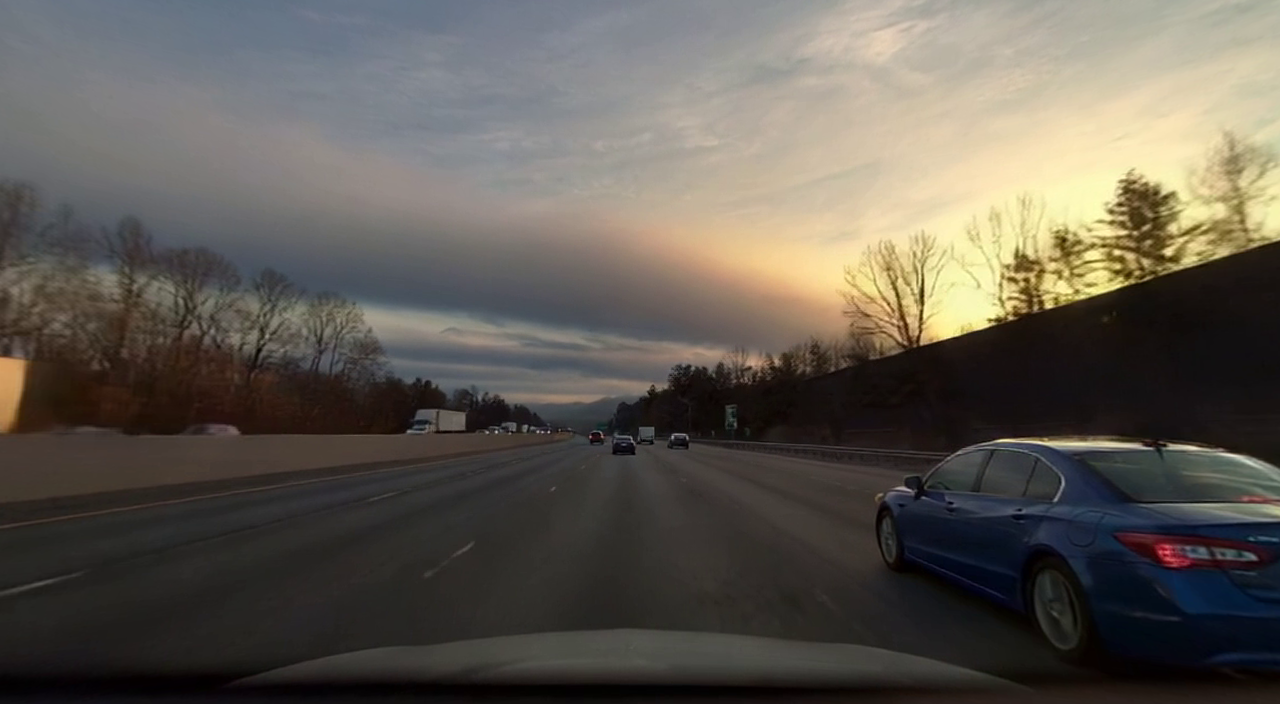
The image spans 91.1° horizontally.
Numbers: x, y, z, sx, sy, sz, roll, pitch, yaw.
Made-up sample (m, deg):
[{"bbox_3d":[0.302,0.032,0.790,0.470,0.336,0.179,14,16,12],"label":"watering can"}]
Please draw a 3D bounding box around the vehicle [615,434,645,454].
[{"bbox_3d":[-0.763,6.816,46.733,2.121,1.445,4.187,0,-8,-2],"label":"vehicle"}]

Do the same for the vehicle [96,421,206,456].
[{"bbox_3d":[-22.599,4.026,29.279,1.798,1.495,4.230,0,-8,-1],"label":"vehicle"}]
